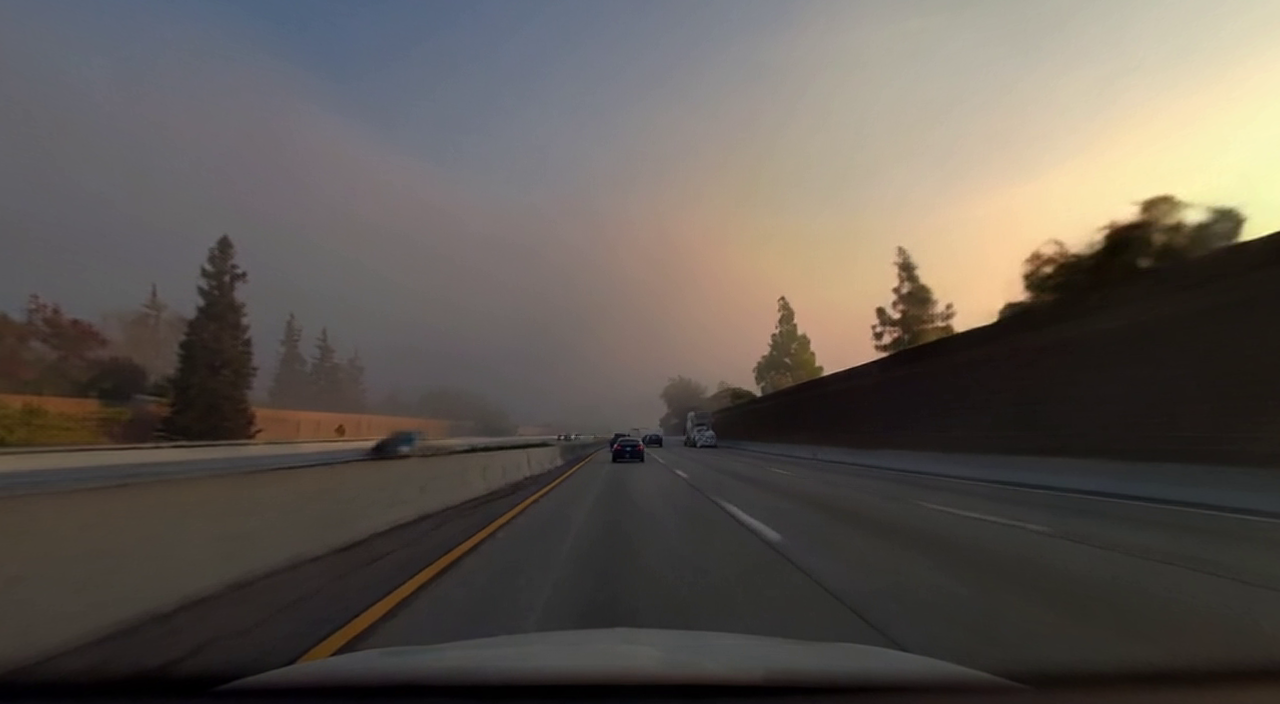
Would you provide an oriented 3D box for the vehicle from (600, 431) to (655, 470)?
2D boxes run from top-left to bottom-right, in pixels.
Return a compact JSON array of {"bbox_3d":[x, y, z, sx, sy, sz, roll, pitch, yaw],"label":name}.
[{"bbox_3d":[-0.551,4.126,26.613,2.119,1.480,4.000,0,-8,-2],"label":"vehicle"}]
